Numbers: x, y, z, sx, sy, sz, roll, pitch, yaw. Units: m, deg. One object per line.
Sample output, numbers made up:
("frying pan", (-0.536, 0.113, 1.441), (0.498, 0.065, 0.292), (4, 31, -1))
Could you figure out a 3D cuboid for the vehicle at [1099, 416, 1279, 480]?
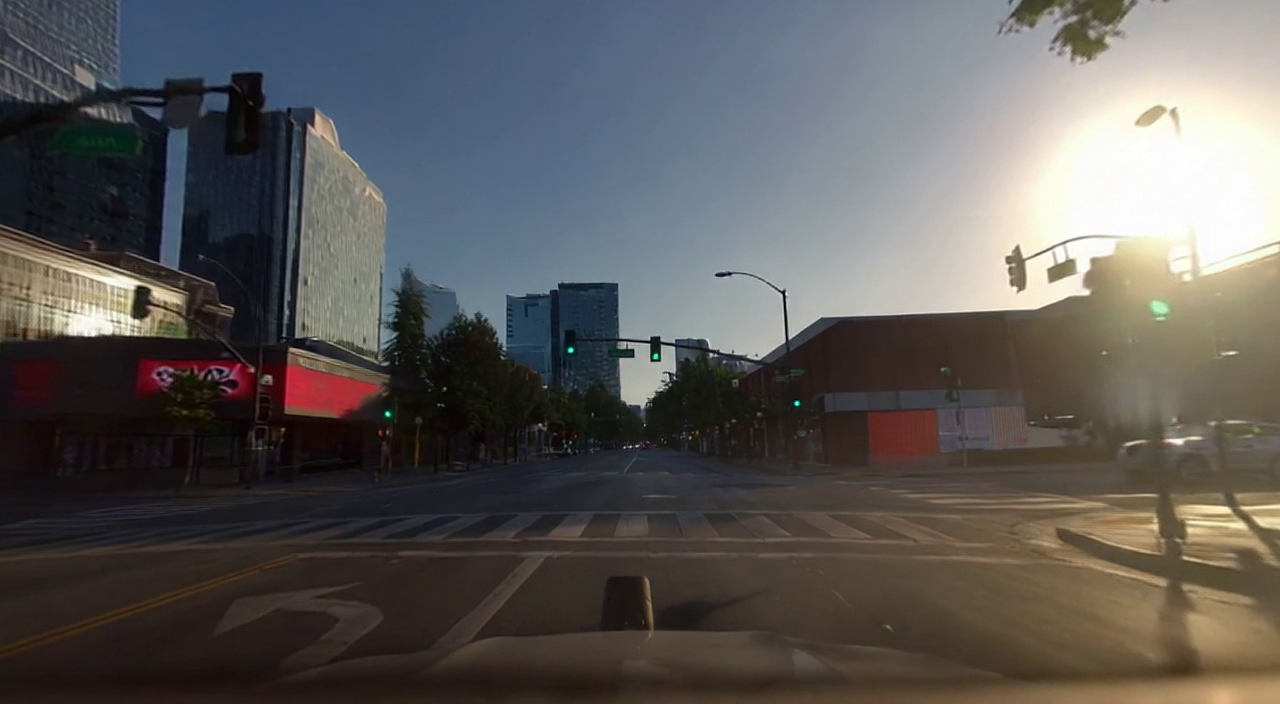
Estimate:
("vehicle", (17.026, 2.870, 18.957), (4.836, 1.795, 1.957), (0, -8, 0))
